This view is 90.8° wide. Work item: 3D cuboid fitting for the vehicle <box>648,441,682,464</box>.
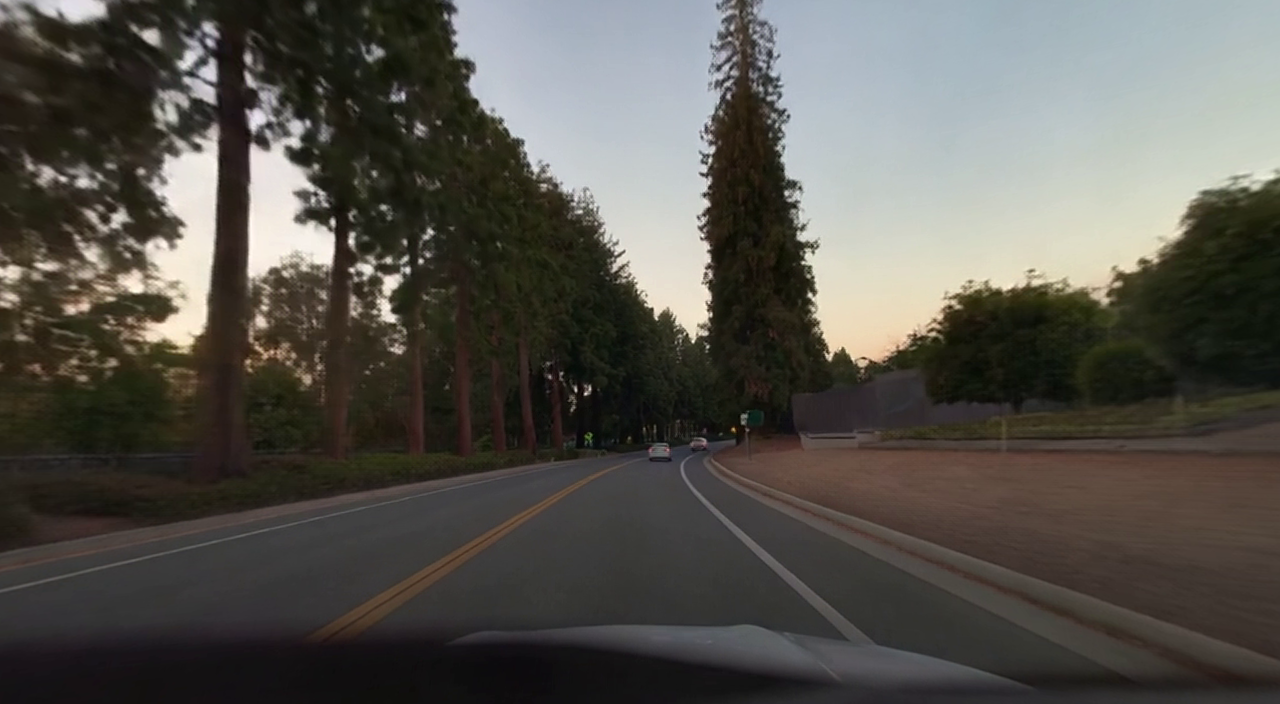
[{"bbox_3d":[1.730,6.783,42.666,2.071,1.474,4.047,-1,-8,5],"label":"vehicle"}]
